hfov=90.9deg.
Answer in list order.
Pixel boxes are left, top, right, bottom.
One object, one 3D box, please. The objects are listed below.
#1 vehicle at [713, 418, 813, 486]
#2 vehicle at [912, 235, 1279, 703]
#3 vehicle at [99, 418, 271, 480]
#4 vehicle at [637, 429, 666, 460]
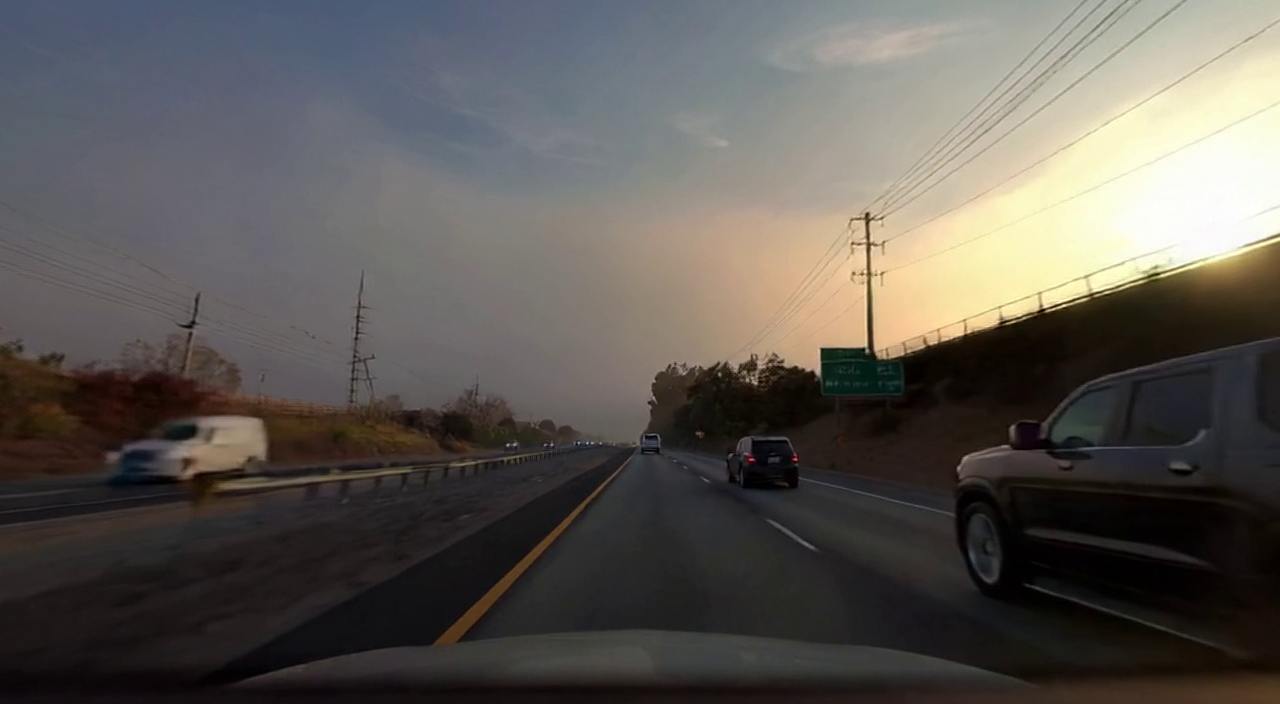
[{"bbox_3d":[4.302,3.633,23.202,2.594,2.155,5.670,0,-8,1],"label":"vehicle"},{"bbox_3d":[3.511,0.694,3.040,2.145,2.069,5.057,0,-8,1],"label":"vehicle"},{"bbox_3d":[-18.038,3.883,25.536,2.411,2.161,5.702,-2,-8,5],"label":"vehicle"},{"bbox_3d":[0.884,7.176,48.772,2.099,2.260,4.899,0,-8,1],"label":"vehicle"}]
